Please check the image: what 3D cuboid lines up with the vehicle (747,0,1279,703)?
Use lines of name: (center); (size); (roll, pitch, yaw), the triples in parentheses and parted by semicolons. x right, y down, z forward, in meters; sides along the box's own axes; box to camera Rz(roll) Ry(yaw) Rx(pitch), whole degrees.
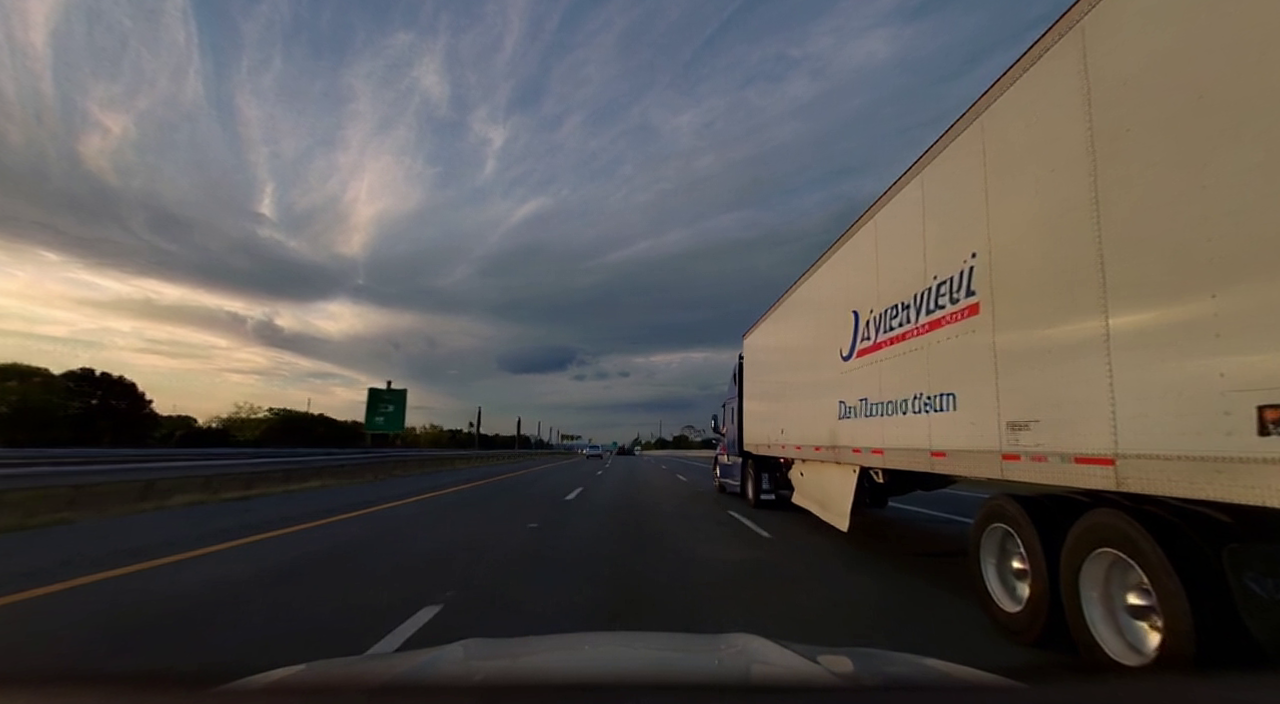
vehicle: (3.953, 0.534, 8.473); (2.962, 4.132, 12.720); (0, -8, 1)
